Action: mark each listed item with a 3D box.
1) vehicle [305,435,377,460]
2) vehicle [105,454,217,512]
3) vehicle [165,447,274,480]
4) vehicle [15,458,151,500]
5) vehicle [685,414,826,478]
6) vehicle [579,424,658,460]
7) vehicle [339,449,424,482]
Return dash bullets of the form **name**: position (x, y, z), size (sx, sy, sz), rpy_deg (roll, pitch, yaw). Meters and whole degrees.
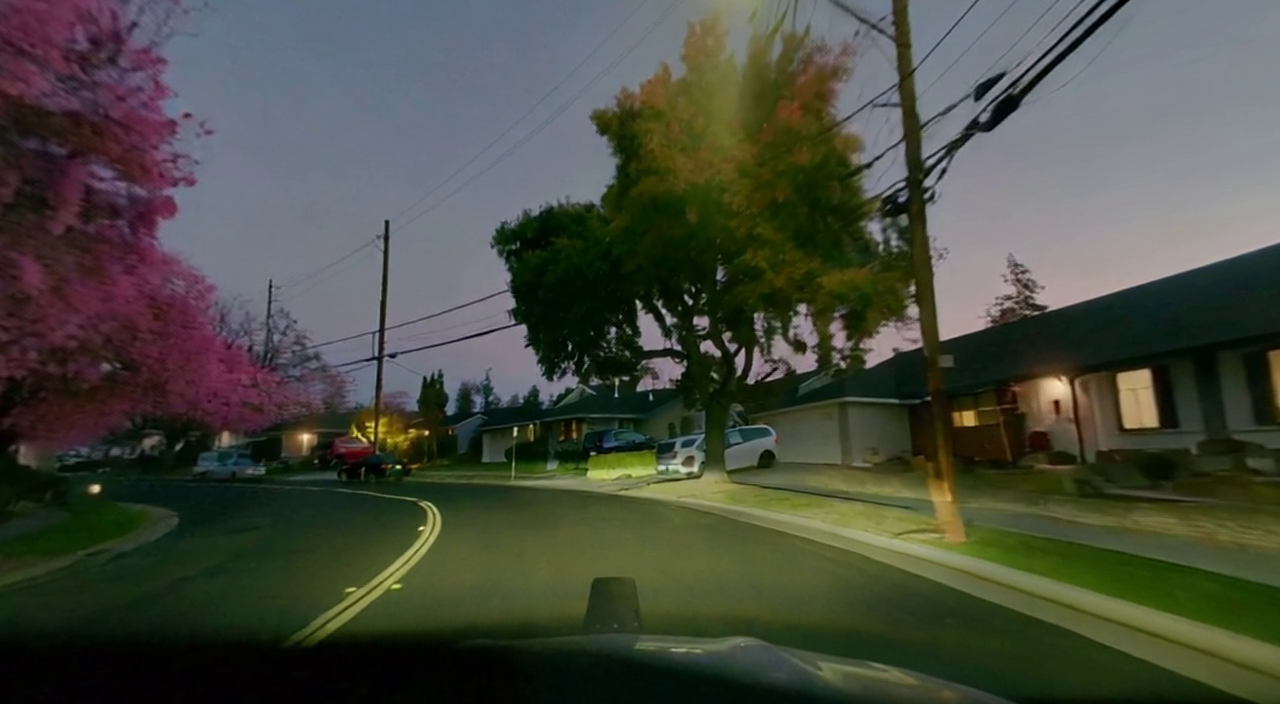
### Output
- **vehicle**: position (-22.719, 7.275, 48.011), size (4.707, 1.800, 1.962), rpy_deg (5, -10, -29)
- **vehicle**: position (-16.039, 4.288, 21.105), size (3.897, 1.493, 1.942), rpy_deg (-5, -7, 37)
- **vehicle**: position (-23.845, 6.318, 35.884), size (5.026, 1.774, 2.016), rpy_deg (-2, -9, 11)
- **vehicle**: position (-21.985, 5.006, 24.973), size (4.348, 1.440, 2.040), rpy_deg (-5, -9, 19)
- **vehicle**: position (4.095, 3.279, 22.367), size (4.459, 1.738, 1.930), rpy_deg (-2, -7, -25)
- **vehicle**: position (-1.107, 5.008, 35.085), size (2.043, 1.819, 4.476), rpy_deg (-6, -11, 36)
- **vehicle**: position (-12.754, 5.540, 31.096), size (4.019, 1.484, 1.978), rpy_deg (-6, -11, 36)
